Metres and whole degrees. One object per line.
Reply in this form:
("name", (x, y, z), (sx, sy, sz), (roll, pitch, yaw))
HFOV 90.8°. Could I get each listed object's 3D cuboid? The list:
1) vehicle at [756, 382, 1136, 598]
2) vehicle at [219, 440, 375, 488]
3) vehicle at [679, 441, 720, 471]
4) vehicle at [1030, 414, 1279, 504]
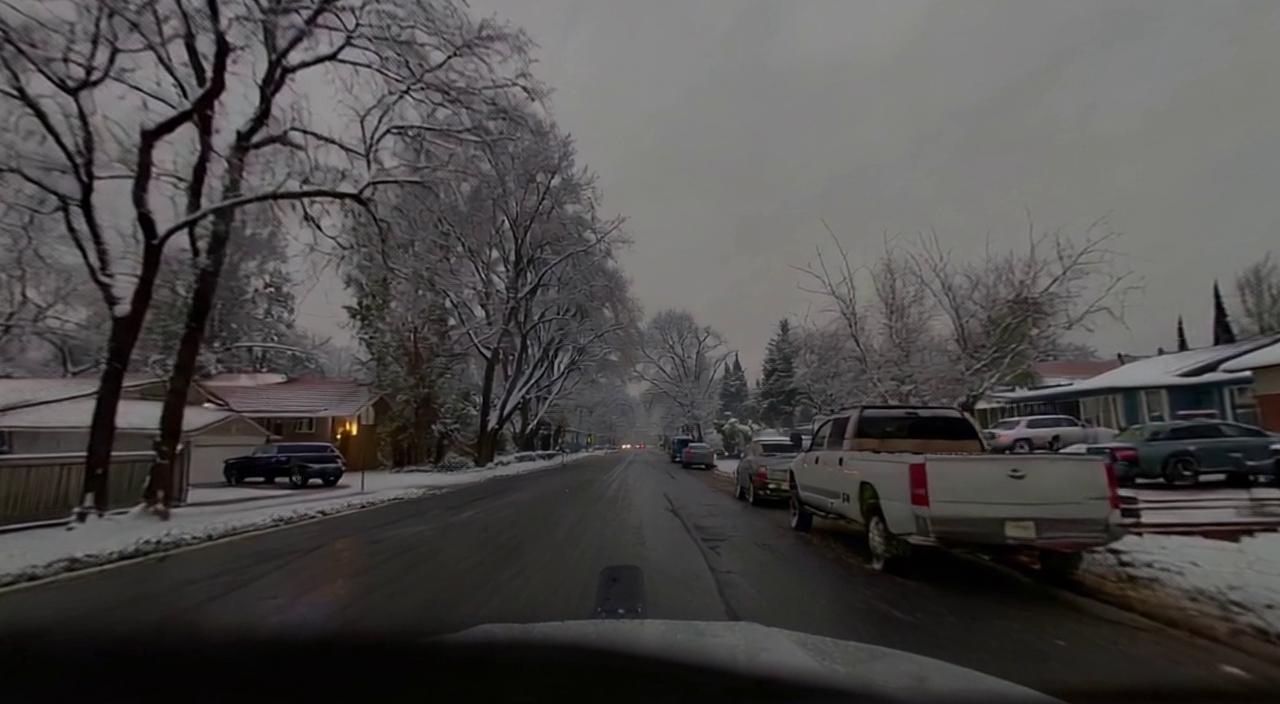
("vehicle", (3.160, 1.572, 8.139), (2.241, 1.875, 5.059), (0, -8, -1))
("vehicle", (-13.298, 4.355, 24.749), (4.928, 1.797, 1.981), (0, -8, 2))
("vehicle", (3.282, 5.811, 35.610), (2.016, 1.567, 4.228), (0, -8, 1))
("vehicle", (10.448, 1.955, 11.688), (5.041, 1.486, 1.969), (-2, -9, 14))
